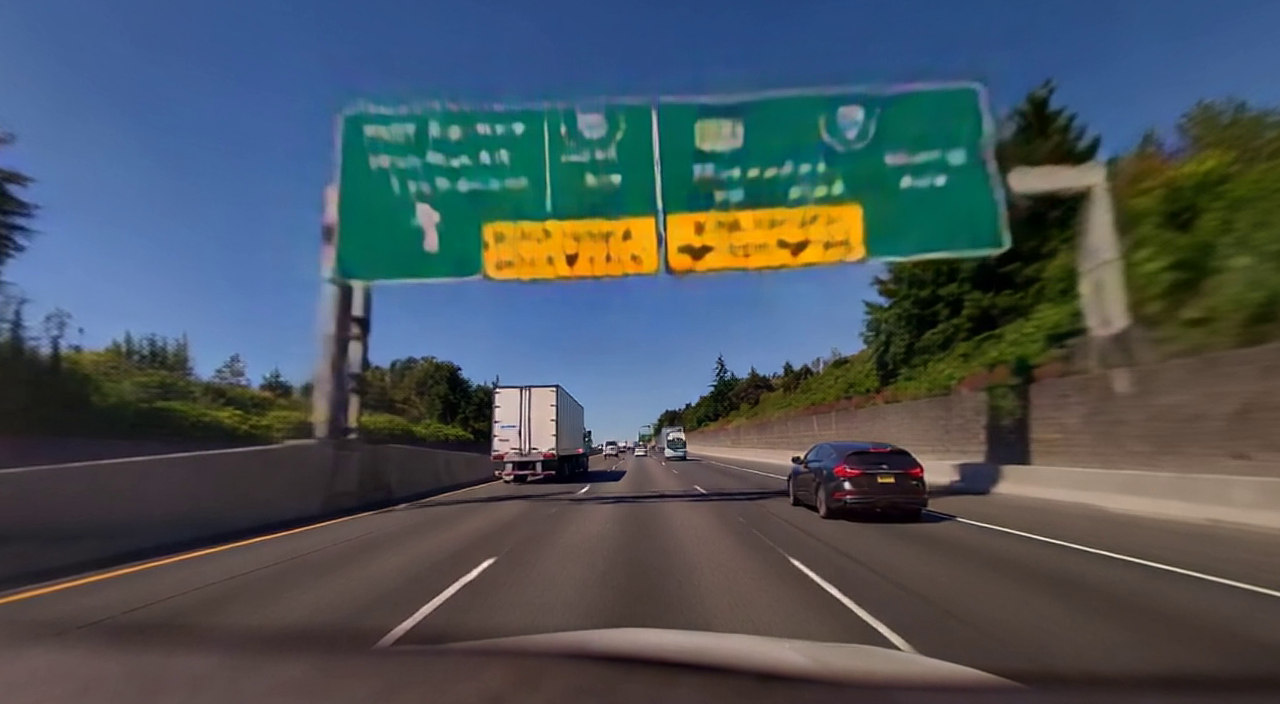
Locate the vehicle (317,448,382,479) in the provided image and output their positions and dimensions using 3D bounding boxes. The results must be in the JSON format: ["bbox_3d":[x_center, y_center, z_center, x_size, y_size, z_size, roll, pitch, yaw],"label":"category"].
[{"bbox_3d":[-18.703,7.186,40.859,1.969,1.914,4.566,0,-9,0],"label":"vehicle"}]

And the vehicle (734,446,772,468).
[{"bbox_3d":[8.089,7.566,45.517,1.876,1.475,4.185,0,-9,-1],"label":"vehicle"}]

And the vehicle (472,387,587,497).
[{"bbox_3d":[-3.496,3.131,21.740,2.667,3.195,6.731,0,-9,0],"label":"vehicle"}]

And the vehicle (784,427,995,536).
[{"bbox_3d":[4.054,2.176,11.100,1.983,1.545,4.038,0,-9,-1],"label":"vehicle"}]
